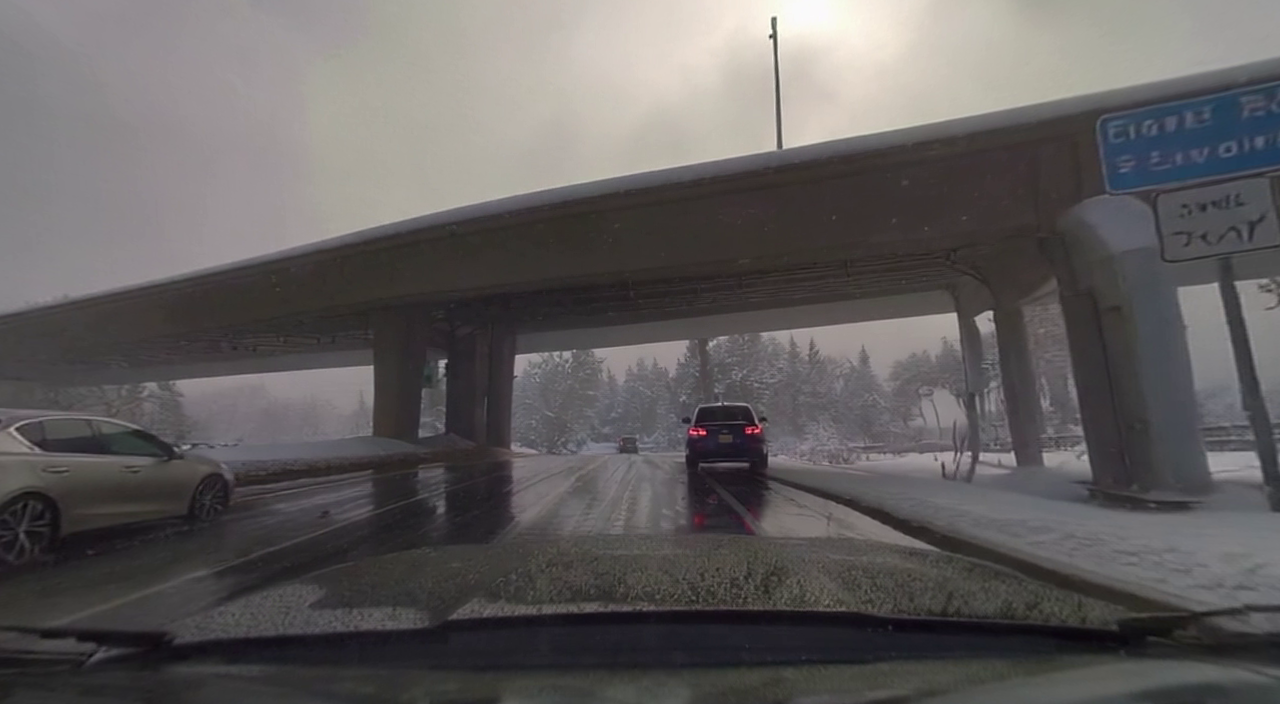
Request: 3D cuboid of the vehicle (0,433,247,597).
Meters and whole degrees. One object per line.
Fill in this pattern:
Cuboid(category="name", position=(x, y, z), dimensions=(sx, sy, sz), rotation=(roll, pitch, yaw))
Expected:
Cuboid(category="vehicle", position=(-7.691, 1.974, 8.497), dimensions=(2.108, 1.670, 4.235), rotation=(0, -8, -2))
